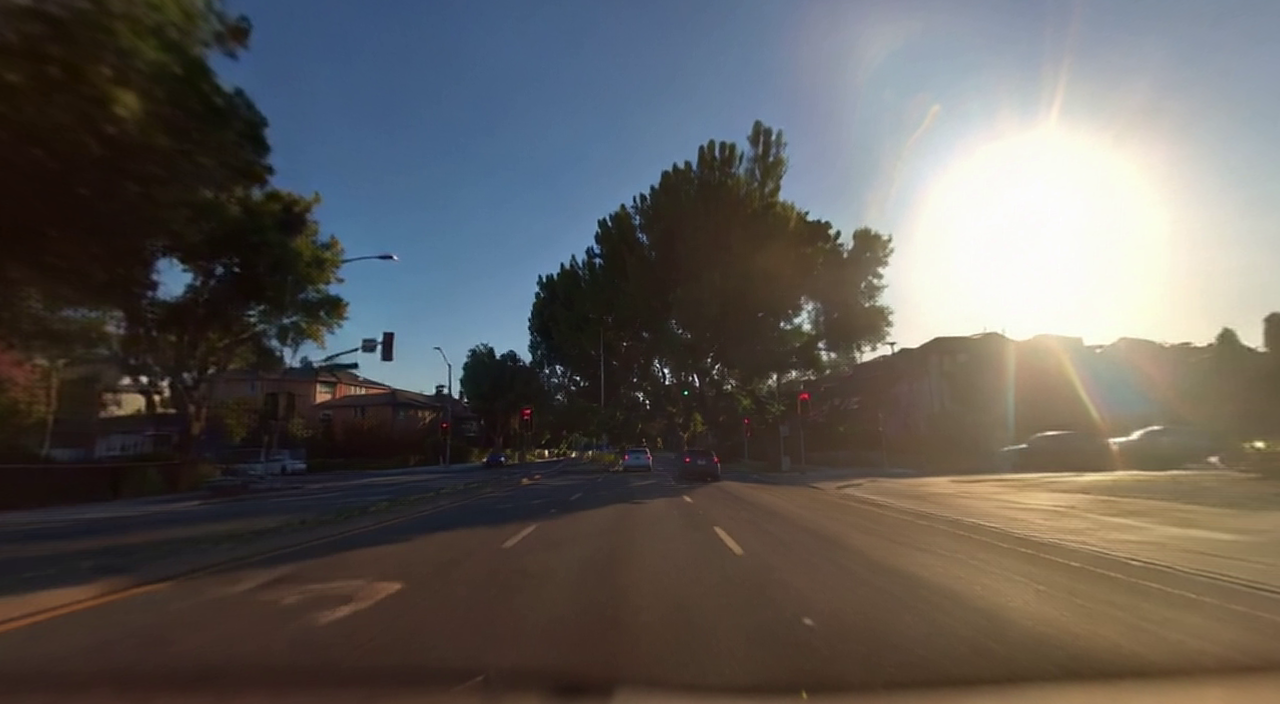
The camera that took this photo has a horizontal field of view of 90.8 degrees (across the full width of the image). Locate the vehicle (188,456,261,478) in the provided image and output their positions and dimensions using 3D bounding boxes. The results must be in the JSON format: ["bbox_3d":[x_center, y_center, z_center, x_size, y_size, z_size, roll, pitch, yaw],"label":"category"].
[{"bbox_3d":[-31.716,8.801,48.249,4.427,1.572,1.759,-1,-8,5],"label":"vehicle"}]

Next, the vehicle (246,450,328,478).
[{"bbox_3d":[-25.113,8.004,45.073,4.634,1.840,2.025,-1,-10,2],"label":"vehicle"}]

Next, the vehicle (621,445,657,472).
[{"bbox_3d":[-0.073,6.262,37.437,2.018,1.511,3.993,0,-8,0],"label":"vehicle"}]

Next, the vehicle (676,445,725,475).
[{"bbox_3d":[3.124,5.661,33.455,2.057,1.496,4.401,0,-8,-1],"label":"vehicle"}]
